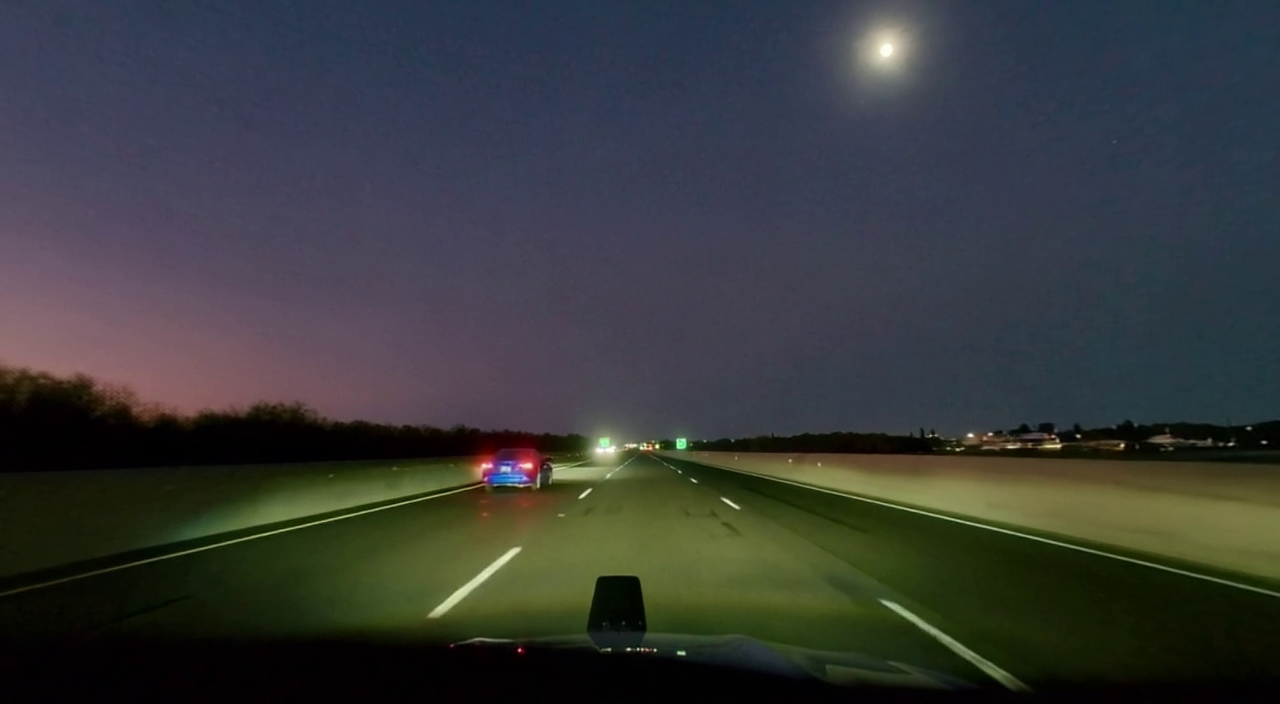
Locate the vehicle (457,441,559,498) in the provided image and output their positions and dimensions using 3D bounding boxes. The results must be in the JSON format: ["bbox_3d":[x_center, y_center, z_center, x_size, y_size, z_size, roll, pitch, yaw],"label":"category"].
[{"bbox_3d":[-3.975,3.641,19.880,2.160,1.552,4.592,0,-9,1],"label":"vehicle"}]
